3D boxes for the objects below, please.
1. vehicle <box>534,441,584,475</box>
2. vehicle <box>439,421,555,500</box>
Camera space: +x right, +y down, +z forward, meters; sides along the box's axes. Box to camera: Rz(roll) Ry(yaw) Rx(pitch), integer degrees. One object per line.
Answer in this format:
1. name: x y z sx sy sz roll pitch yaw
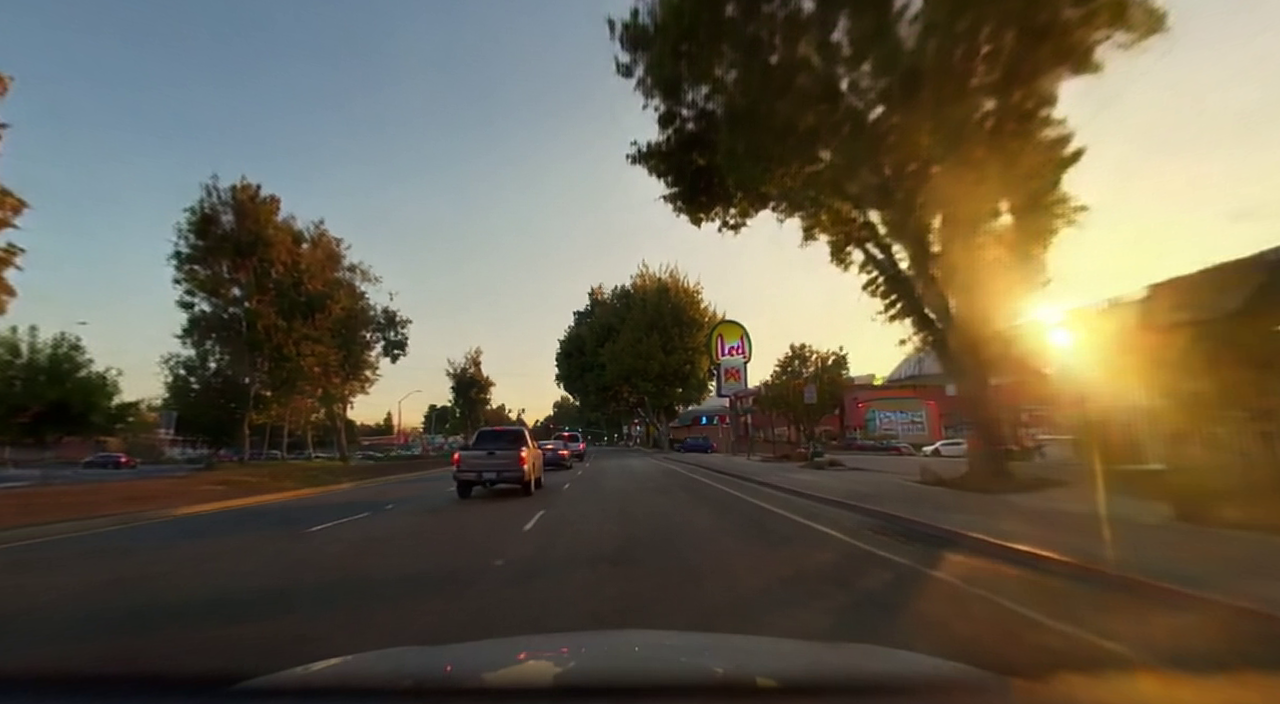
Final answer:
1. vehicle: -3.710 4.876 29.284 2.113 1.446 4.309 1 -8 -5
2. vehicle: -3.836 3.028 17.894 2.222 1.899 5.006 0 -8 -2
